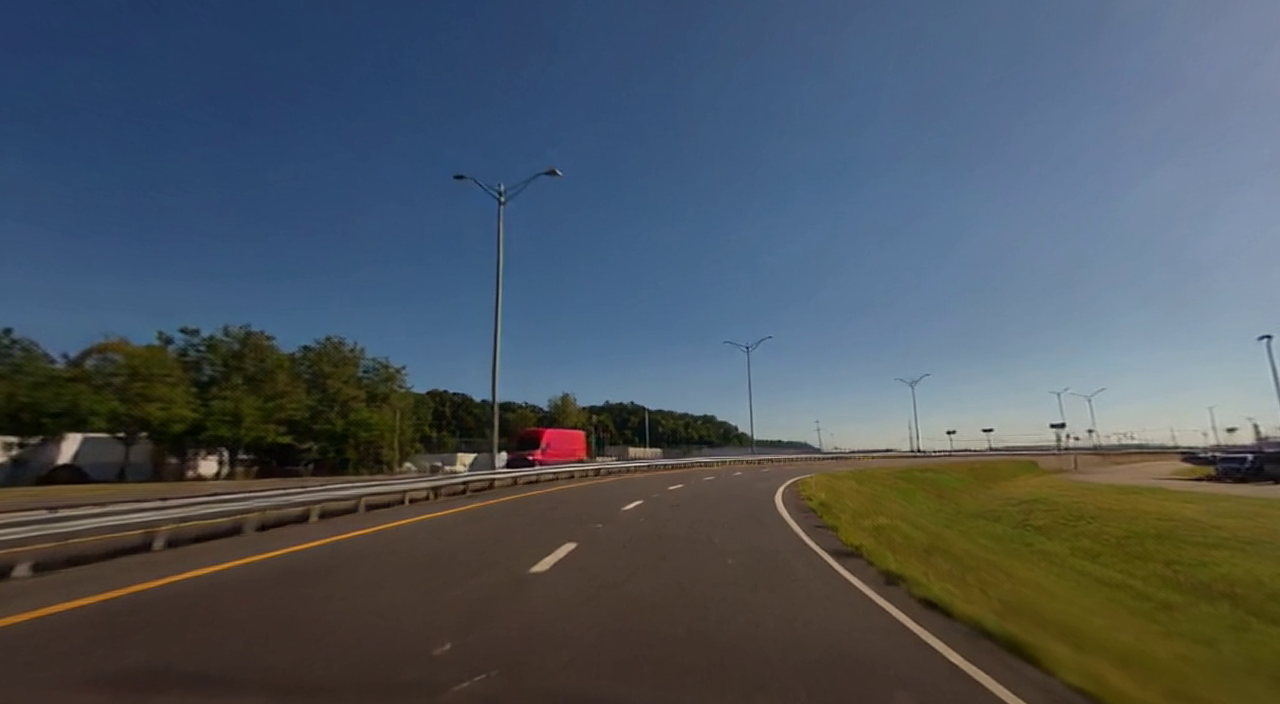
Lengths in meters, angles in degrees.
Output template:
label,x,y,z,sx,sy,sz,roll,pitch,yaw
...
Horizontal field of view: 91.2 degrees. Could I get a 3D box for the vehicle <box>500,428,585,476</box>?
label,x,y,z,sx,sy,sz,roll,pitch,yaw
vehicle,-5.765,6.050,38.151,2.396,2.635,5.921,-4,-9,21
